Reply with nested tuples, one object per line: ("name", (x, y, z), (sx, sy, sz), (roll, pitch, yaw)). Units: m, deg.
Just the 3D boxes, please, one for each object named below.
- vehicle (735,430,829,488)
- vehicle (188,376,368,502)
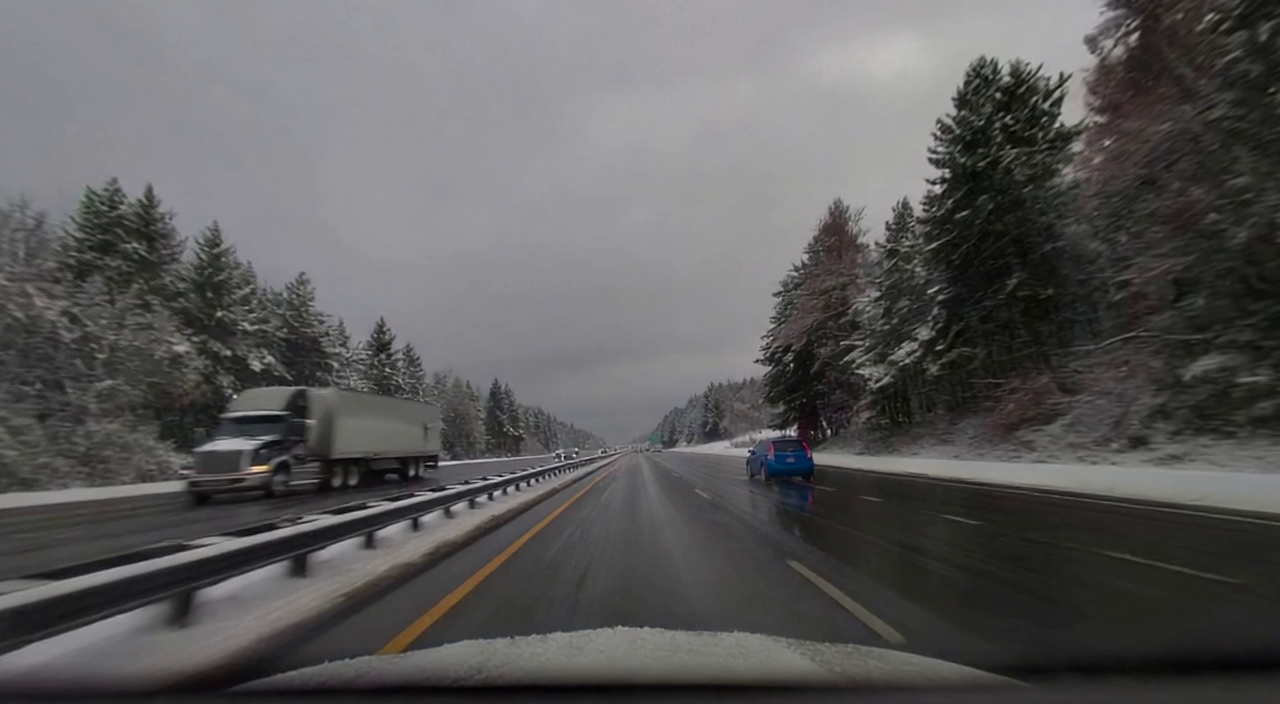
("vehicle", (4.842, 3.735, 22.161), (2.117, 1.783, 4.627), (0, -9, -1))
("vehicle", (-12.749, 3.186, 22.944), (3.010, 3.969, 5.822), (0, -9, -1))
